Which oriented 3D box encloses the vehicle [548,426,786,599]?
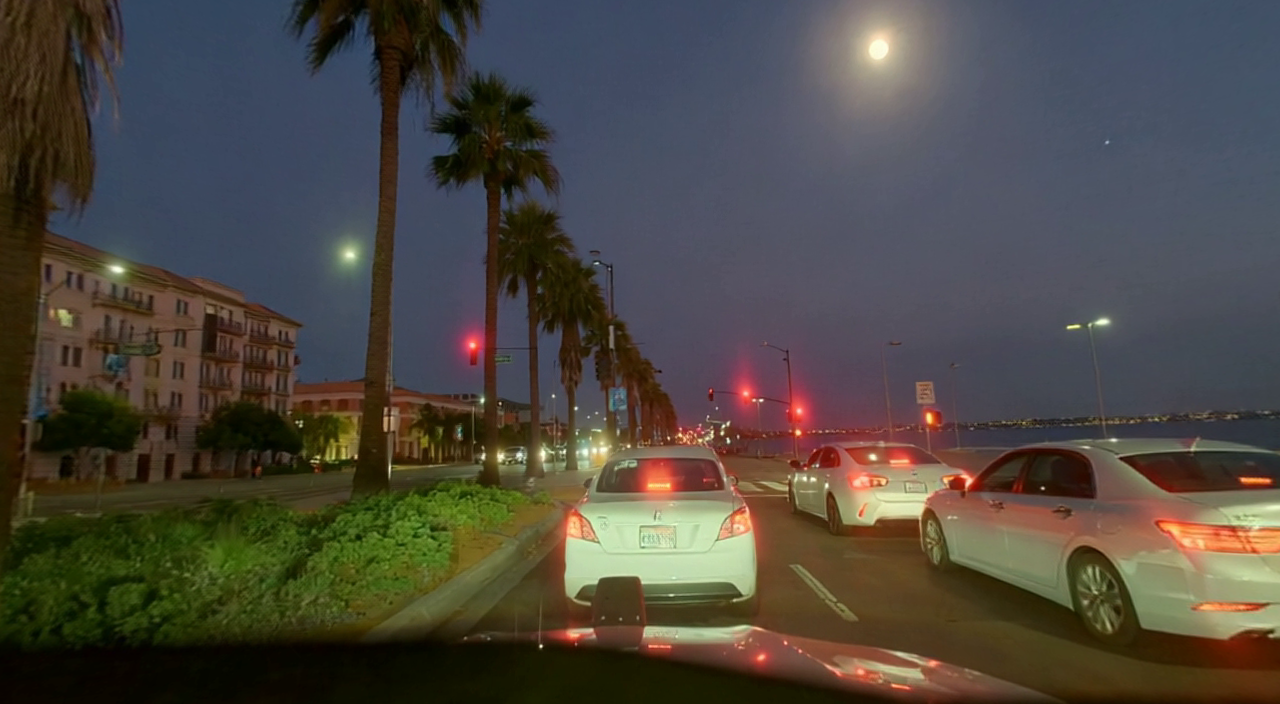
[{"bbox_3d":[0.265,1.697,7.473,2.093,1.503,3.681,0,-9,1],"label":"vehicle"}]

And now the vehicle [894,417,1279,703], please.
[{"bbox_3d":[3.914,1.363,5.078,1.913,1.469,4.425,0,-9,1],"label":"vehicle"}]

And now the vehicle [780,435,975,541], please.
[{"bbox_3d":[3.891,2.288,11.299,1.920,1.490,4.417,-1,-9,3],"label":"vehicle"}]
